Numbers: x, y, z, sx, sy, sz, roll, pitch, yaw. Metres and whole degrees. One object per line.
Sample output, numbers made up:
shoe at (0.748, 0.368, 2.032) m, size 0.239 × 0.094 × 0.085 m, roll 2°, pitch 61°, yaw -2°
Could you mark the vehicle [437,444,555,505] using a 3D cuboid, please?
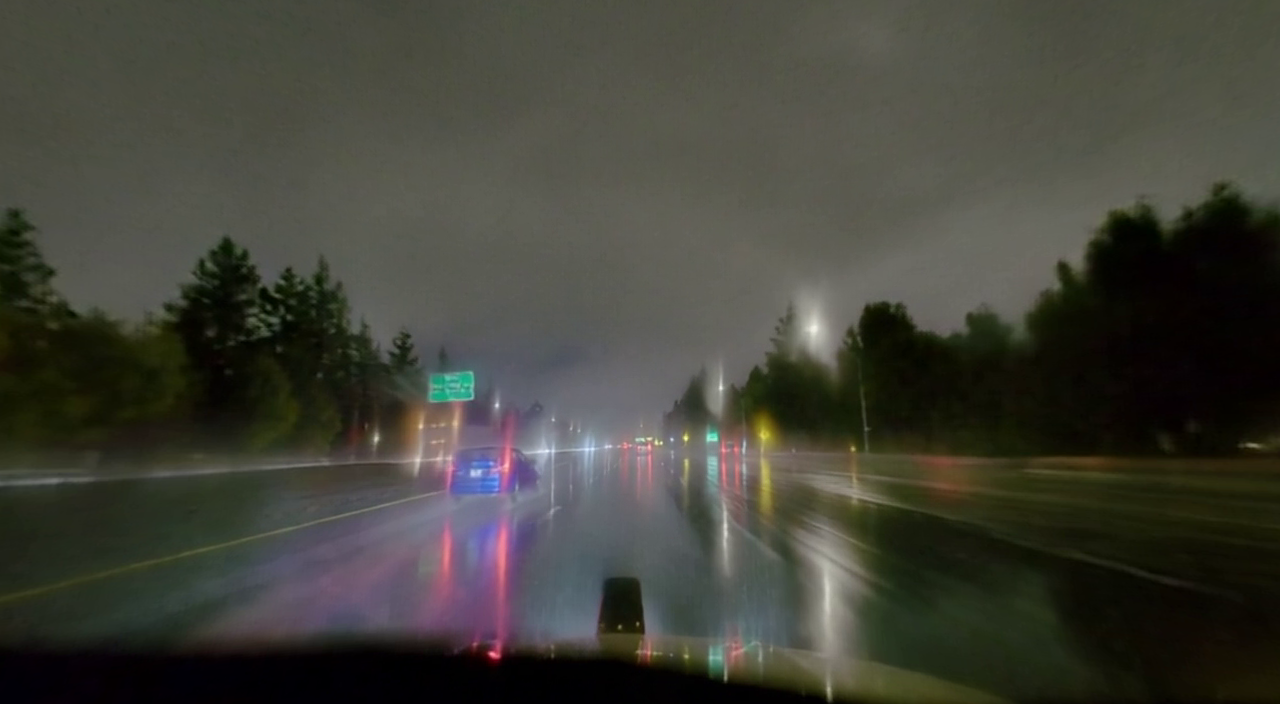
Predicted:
vehicle at (-3.865, 3.371, 17.810) m, size 2.162 × 1.493 × 4.583 m, roll 0°, pitch -9°, yaw 1°
